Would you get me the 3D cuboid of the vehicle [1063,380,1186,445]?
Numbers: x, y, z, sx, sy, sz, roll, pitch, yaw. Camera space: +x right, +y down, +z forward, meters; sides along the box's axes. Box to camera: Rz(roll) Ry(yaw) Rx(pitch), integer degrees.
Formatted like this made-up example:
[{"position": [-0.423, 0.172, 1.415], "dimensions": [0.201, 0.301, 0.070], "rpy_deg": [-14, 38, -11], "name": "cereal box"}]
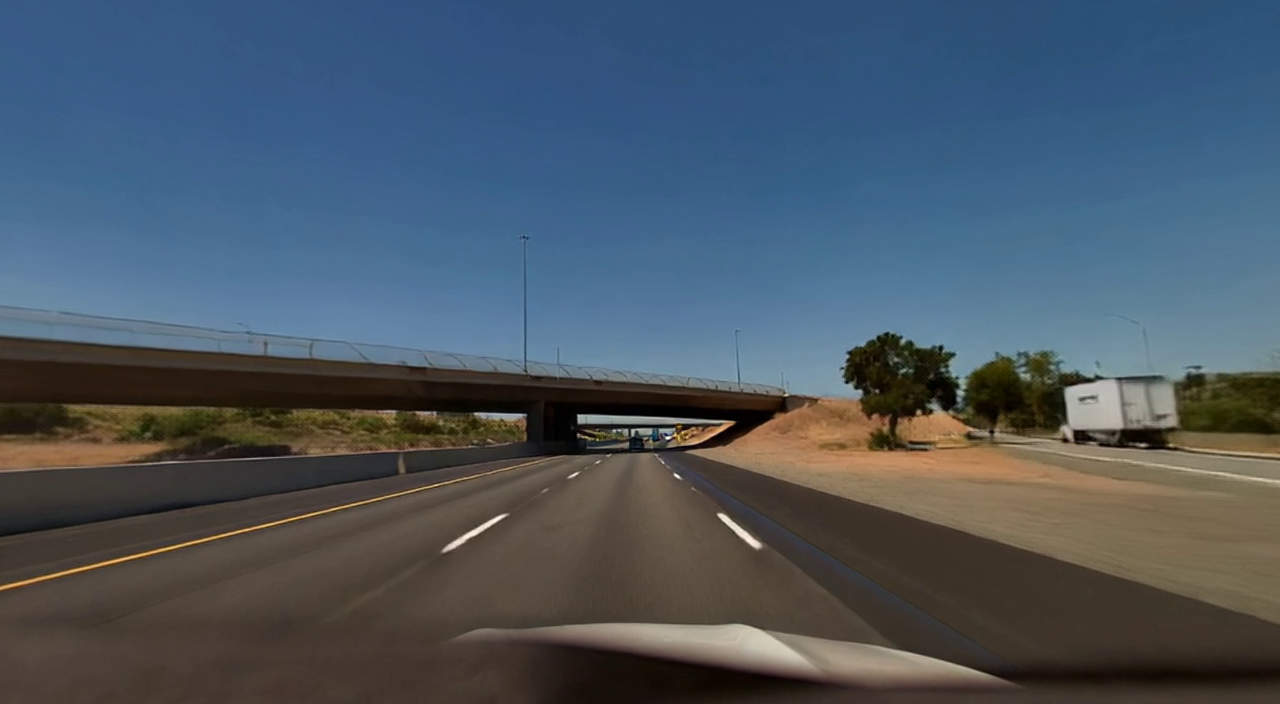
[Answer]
[{"position": [30.944, 4.238, 41.109], "dimensions": [2.816, 3.490, 14.735], "rpy_deg": [-4, -9, 24], "name": "vehicle"}]
